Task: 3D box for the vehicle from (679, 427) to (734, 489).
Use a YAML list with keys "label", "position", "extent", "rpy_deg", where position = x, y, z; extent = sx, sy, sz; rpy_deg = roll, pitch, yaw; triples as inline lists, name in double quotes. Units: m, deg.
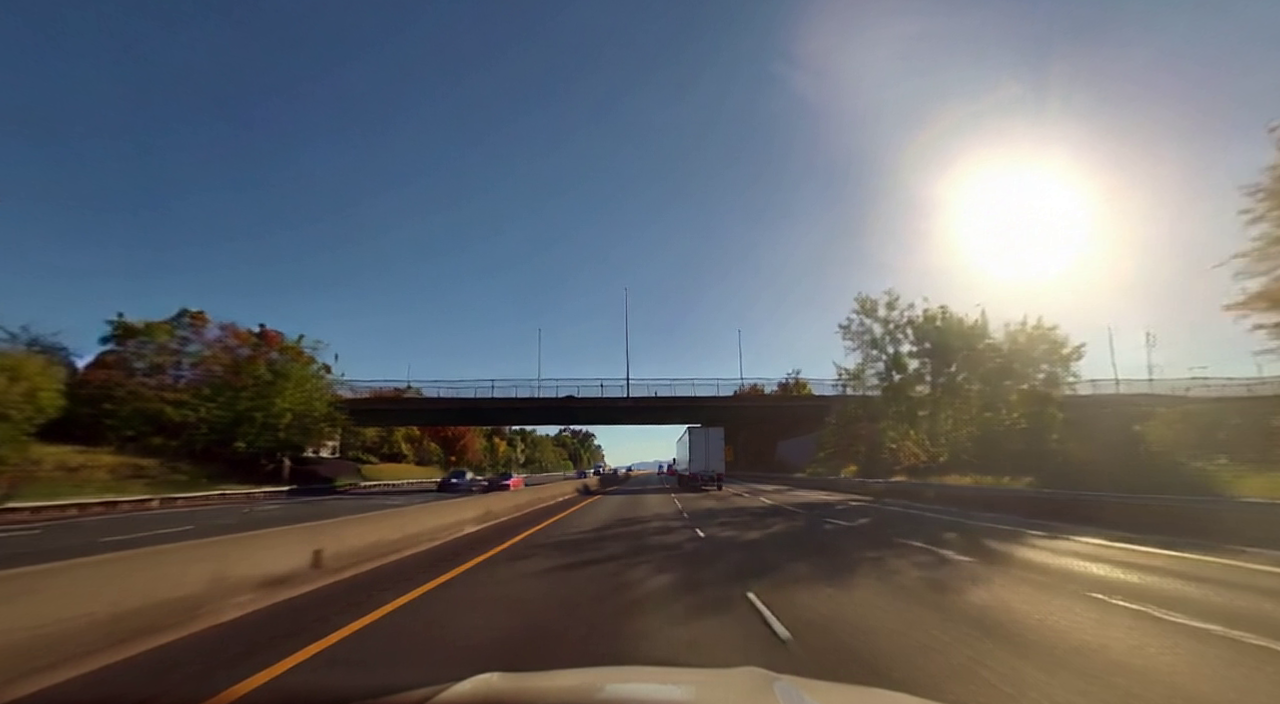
- label: "vehicle"
  position: [4.793, 8.146, 47.963]
  extent: [3.054, 4.005, 11.895]
  rpy_deg: [1, -11, 1]
